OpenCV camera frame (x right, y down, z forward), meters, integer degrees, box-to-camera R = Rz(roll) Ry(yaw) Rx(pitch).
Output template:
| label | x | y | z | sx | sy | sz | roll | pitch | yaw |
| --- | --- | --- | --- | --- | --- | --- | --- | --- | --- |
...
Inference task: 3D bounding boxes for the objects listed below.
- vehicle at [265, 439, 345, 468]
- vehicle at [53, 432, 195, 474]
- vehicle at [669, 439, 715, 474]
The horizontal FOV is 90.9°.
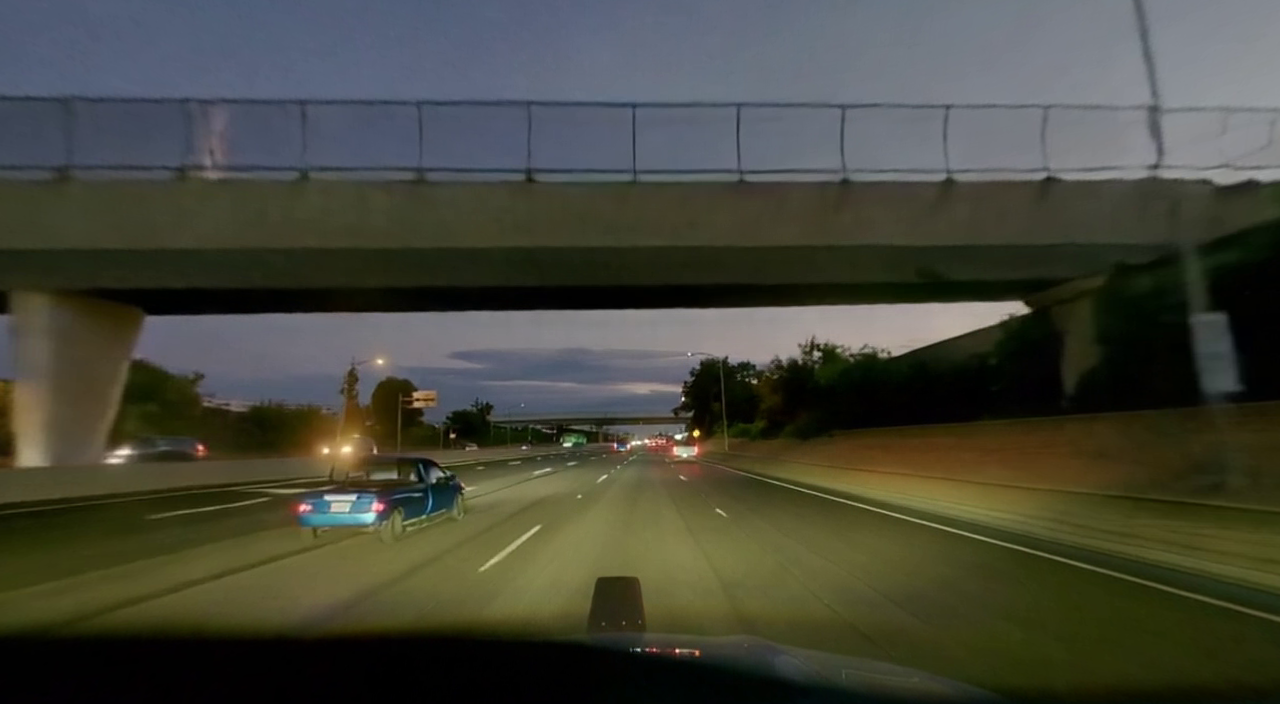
| label | x | y | z | sx | sy | sz | roll | pitch | yaw |
| --- | --- | --- | --- | --- | --- | --- | --- | --- | --- |
| vehicle | -20.105 | 6.090 | 38.114 | 2.048 | 1.600 | 4.946 | 0 | -8 | 1 |
| vehicle | -23.473 | 4.612 | 29.035 | 2.123 | 1.721 | 5.137 | 0 | -8 | 0 |
| vehicle | 2.632 | 5.379 | 32.751 | 2.010 | 1.637 | 4.940 | 0 | -8 | 1 |
